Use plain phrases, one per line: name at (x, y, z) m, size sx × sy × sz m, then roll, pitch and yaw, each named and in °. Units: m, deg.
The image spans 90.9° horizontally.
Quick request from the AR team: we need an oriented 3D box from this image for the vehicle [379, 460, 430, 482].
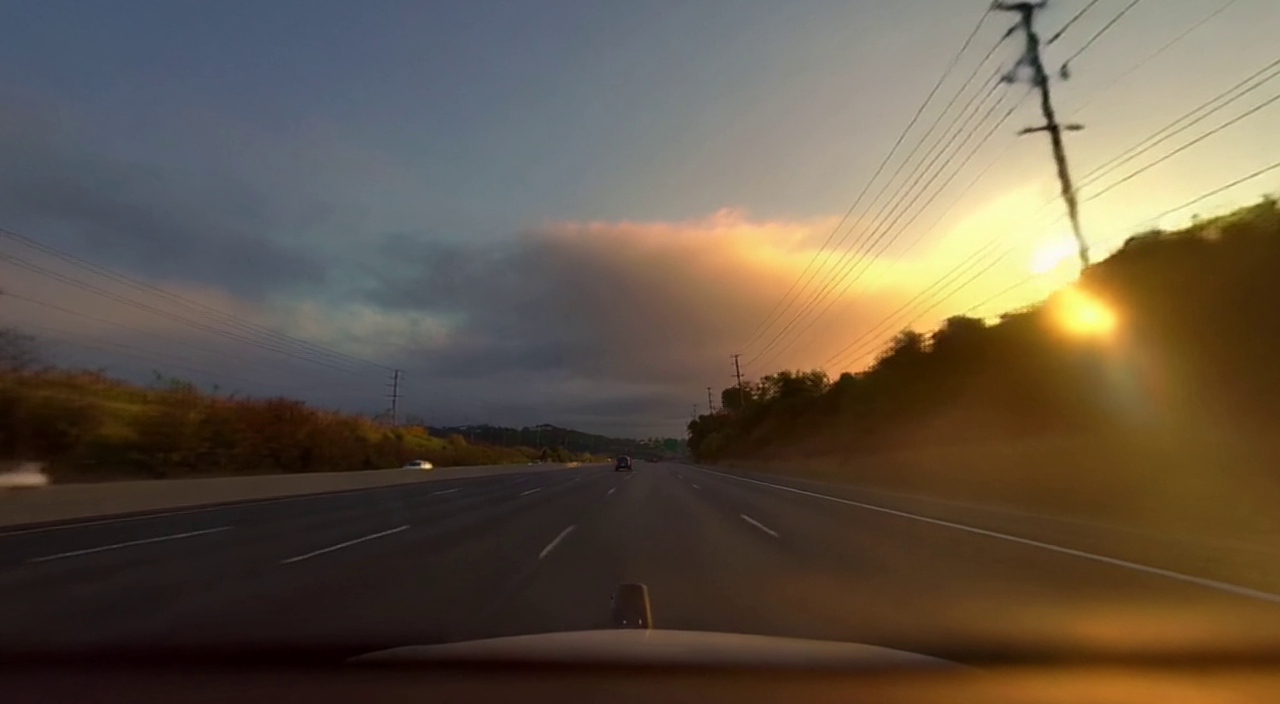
vehicle at (-17.440, 8.835, 46.876) m, size 1.897 × 1.454 × 4.631 m, roll -1°, pitch -9°, yaw 2°
